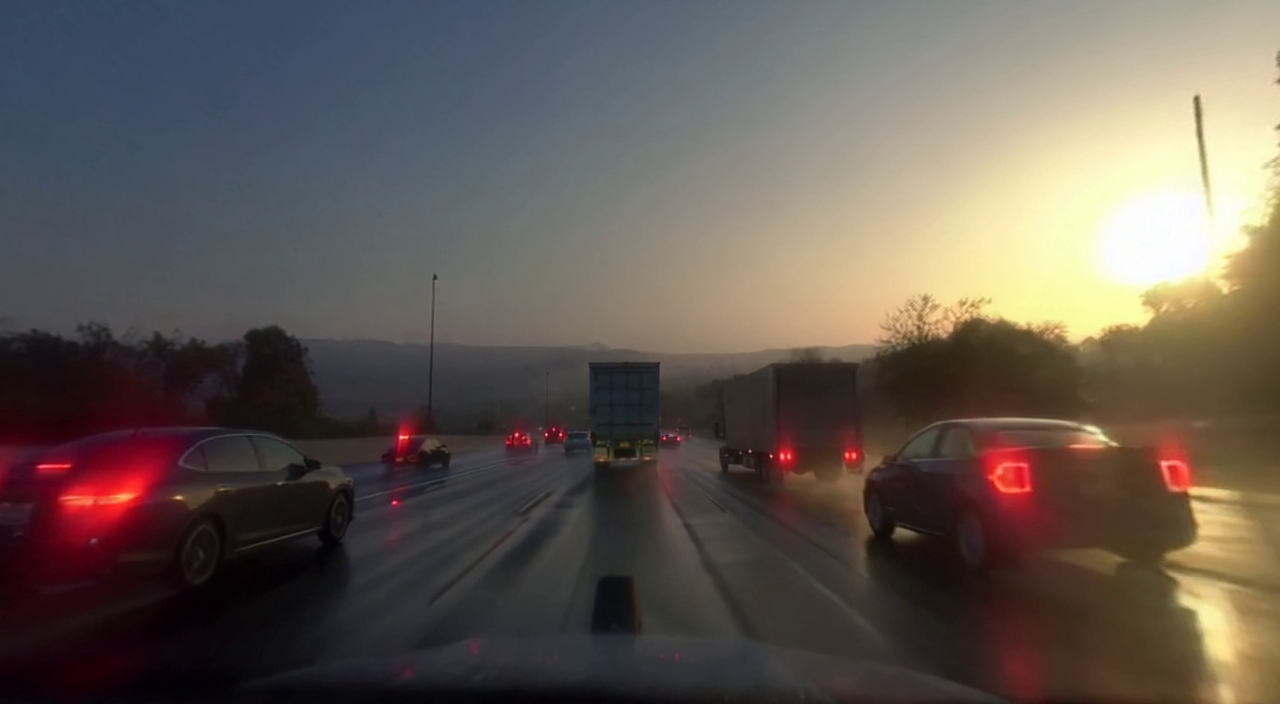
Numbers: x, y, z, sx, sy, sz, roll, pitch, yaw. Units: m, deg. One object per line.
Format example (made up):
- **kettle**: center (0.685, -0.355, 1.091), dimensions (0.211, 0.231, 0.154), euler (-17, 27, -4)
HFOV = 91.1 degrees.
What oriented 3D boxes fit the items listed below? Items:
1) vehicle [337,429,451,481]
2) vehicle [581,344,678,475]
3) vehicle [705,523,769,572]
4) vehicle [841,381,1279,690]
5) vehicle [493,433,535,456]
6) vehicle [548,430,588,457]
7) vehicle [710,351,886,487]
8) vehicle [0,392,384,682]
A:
- **vehicle**: center (-7.804, 3.296, 20.462), dimensions (1.909, 1.479, 4.425), euler (0, -8, 0)
- **vehicle**: center (-0.454, 2.414, 24.411), dimensions (2.938, 4.033, 9.980), euler (0, -8, -1)
- **vehicle**: center (5.007, 10.158, 32.823), dimensions (2.835, 2.000, 2.696), euler (0, -7, -2)
- **vehicle**: center (3.356, 1.174, 5.206), dimensions (1.976, 1.513, 4.065), euler (0, -8, -1)
- **vehicle**: center (-8.569, 6.352, 43.261), dimensions (2.019, 1.471, 4.347), euler (0, -8, 0)
- **vehicle**: center (-4.523, 5.796, 40.026), dimensions (1.986, 1.612, 4.155), euler (0, -8, 1)
- **vehicle**: center (5.353, 2.908, 25.284), dimensions (2.863, 3.936, 14.058), euler (0, -8, -3)
- **vehicle**: center (-3.867, 1.215, 5.226), dimensions (1.882, 1.493, 3.828), euler (0, -8, 0)
